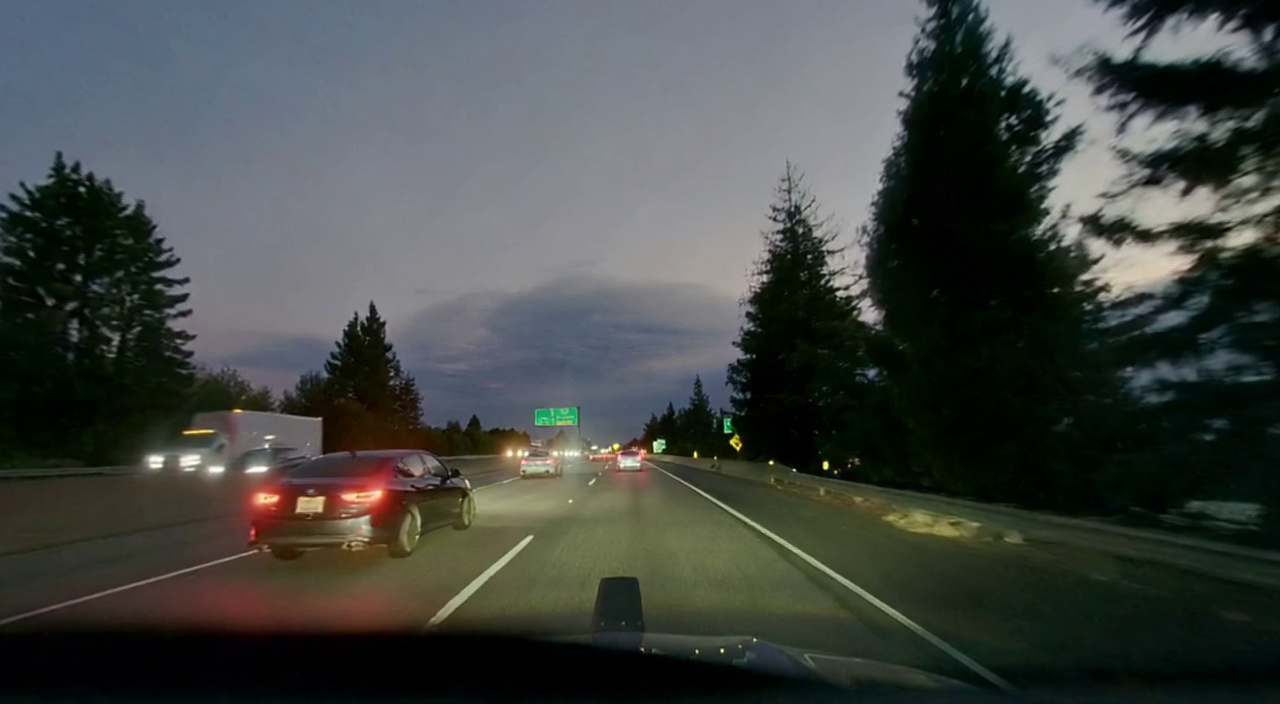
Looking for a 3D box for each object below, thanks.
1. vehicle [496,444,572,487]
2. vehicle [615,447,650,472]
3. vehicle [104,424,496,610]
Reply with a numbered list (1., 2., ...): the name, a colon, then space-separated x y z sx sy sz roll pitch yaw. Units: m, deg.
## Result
1. vehicle: -3.873 4.234 23.934 2.107 1.453 4.462 0 -8 0
2. vehicle: -0.494 6.752 39.910 2.100 1.471 3.956 0 -8 -1
3. vehicle: -3.329 1.692 7.519 2.067 1.509 4.551 0 -8 1
